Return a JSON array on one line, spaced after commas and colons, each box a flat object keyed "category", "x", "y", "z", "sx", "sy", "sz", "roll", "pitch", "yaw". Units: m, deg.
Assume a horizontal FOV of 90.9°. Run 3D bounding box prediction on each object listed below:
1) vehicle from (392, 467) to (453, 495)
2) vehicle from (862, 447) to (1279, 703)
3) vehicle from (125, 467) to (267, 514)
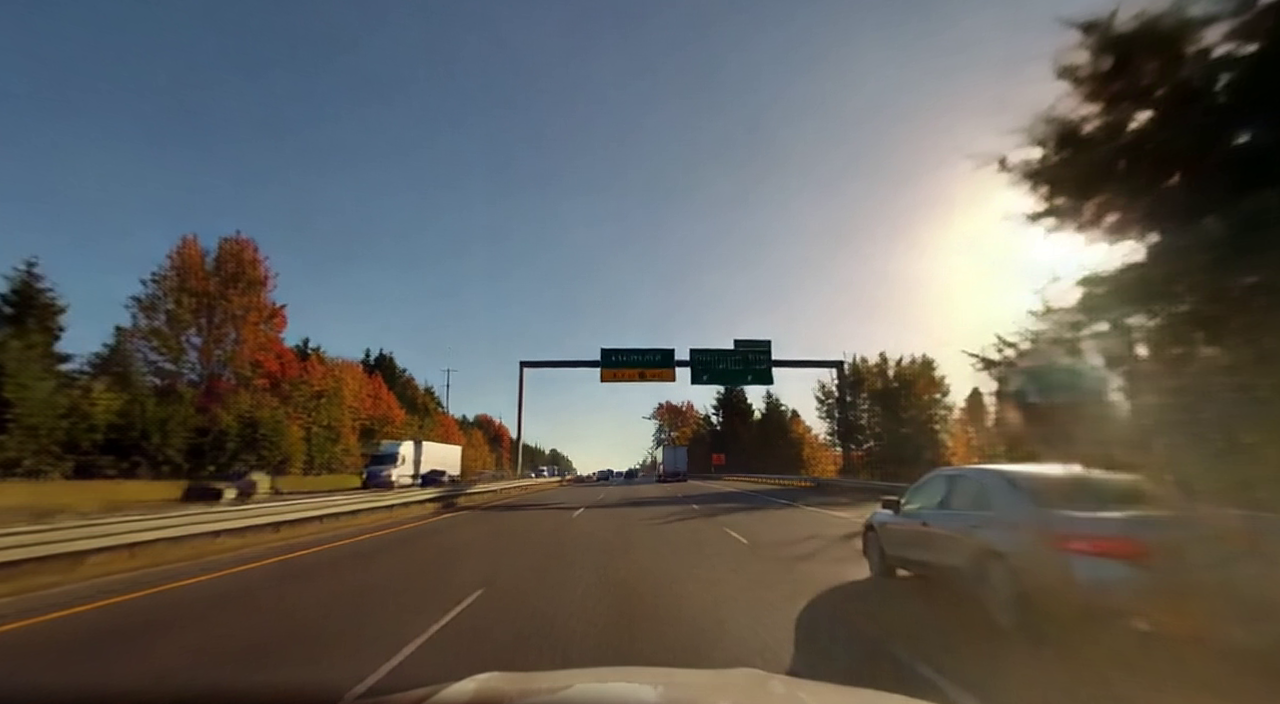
[{"category": "vehicle", "x": -12.191, "y": 7.261, "z": 35.586, "sx": 1.860, "sy": 1.458, "sz": 4.370, "roll": 1, "pitch": -11, "yaw": 0}, {"category": "vehicle", "x": 3.942, "y": 1.715, "z": 5.847, "sx": 2.051, "sy": 1.472, "sz": 4.547, "roll": 1, "pitch": -11, "yaw": -1}, {"category": "vehicle", "x": -15.894, "y": 4.963, "z": 22.941, "sx": 1.863, "sy": 1.471, "sz": 4.543, "roll": 1, "pitch": -11, "yaw": 0}]
